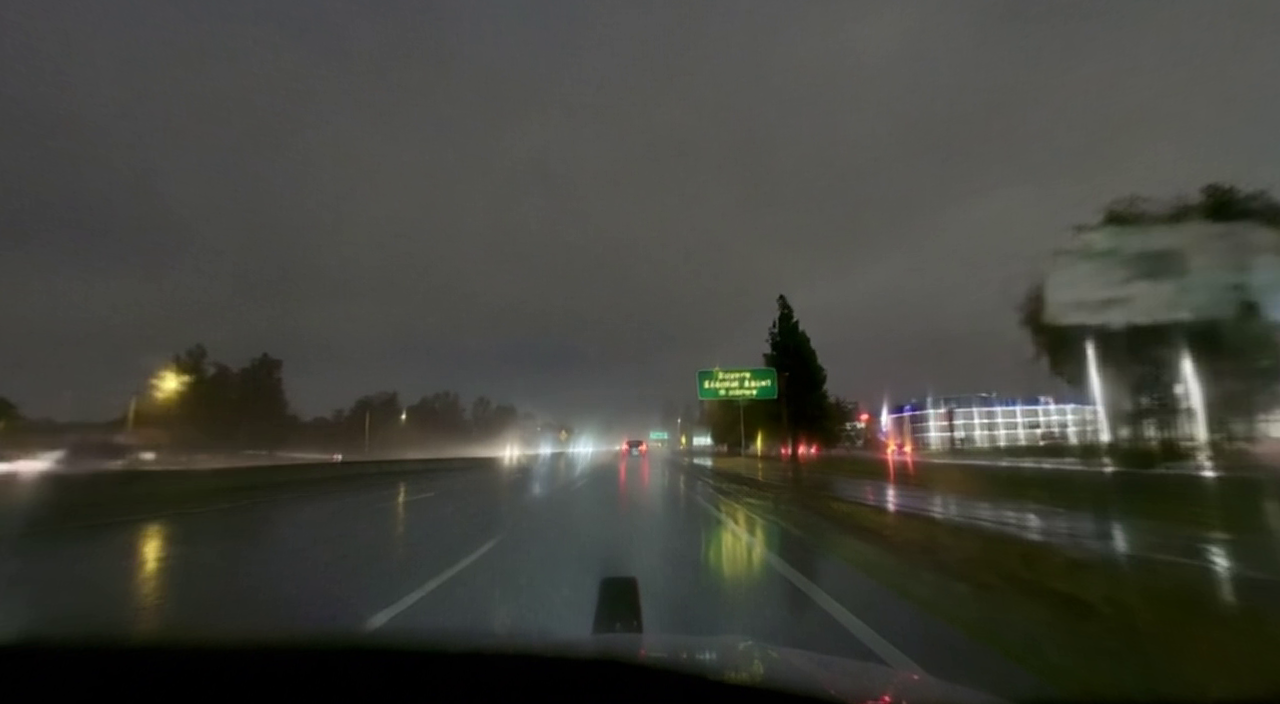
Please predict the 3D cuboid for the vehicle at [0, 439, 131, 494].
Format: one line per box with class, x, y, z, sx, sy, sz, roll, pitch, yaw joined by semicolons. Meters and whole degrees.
vehicle;-22.090;4.167;23.359;2.240;1.796;5.110;0;-9;0
